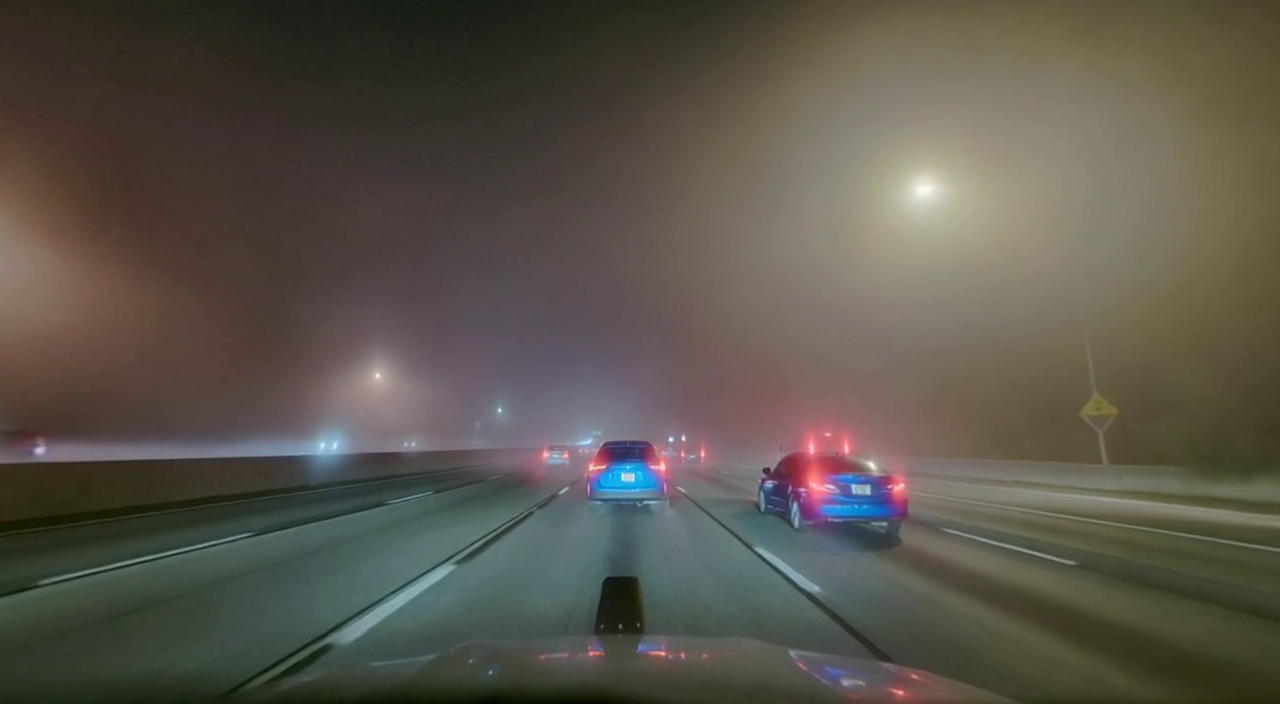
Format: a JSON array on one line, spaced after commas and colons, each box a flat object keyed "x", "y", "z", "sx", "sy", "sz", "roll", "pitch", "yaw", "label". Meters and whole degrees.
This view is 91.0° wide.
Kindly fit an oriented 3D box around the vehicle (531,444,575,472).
[{"x": -5.044, "y": 6.201, "z": 37.070, "sx": 2.023, "sy": 1.497, "sz": 4.526, "roll": 1, "pitch": -9, "yaw": -2, "label": "vehicle"}]

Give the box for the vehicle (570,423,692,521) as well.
[{"x": -0.185, "y": 2.475, "z": 13.400, "sx": 2.181, "sy": 1.728, "sz": 3.970, "roll": 1, "pitch": -9, "yaw": -1, "label": "vehicle"}]

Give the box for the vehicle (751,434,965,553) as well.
[{"x": 3.246, "y": 2.184, "z": 10.442, "sx": 1.975, "sy": 1.532, "sz": 4.227, "roll": 1, "pitch": -9, "yaw": -1, "label": "vehicle"}]

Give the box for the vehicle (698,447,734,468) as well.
[{"x": 5.700, "y": 7.991, "z": 47.911, "sx": 1.972, "sy": 1.521, "sz": 4.498, "roll": 1, "pitch": -9, "yaw": -3, "label": "vehicle"}]
